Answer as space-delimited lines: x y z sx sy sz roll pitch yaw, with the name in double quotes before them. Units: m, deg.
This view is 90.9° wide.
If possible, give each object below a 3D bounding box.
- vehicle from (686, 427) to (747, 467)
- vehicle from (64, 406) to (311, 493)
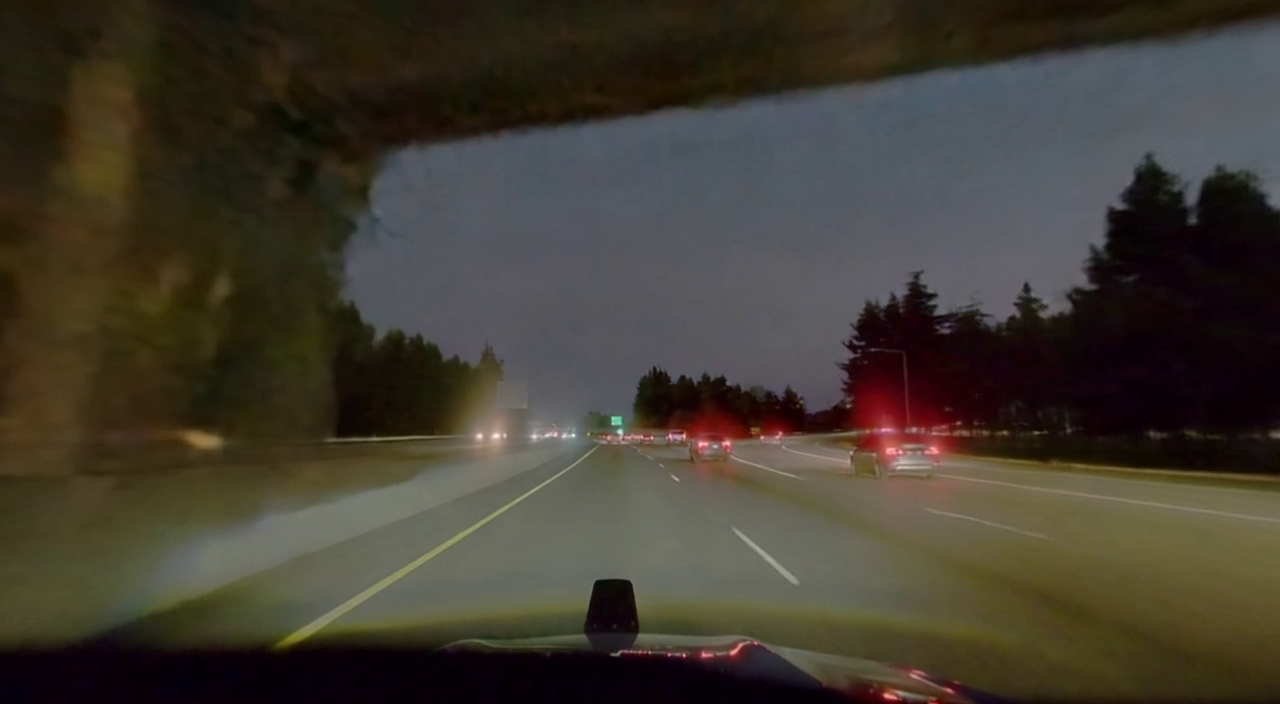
"vehicle" 3.153 4.010 26.806 1.938 1.578 3.764 0 -8 -3
"vehicle" -9.235 2.028 13.495 2.011 1.519 4.508 0 -8 -1
